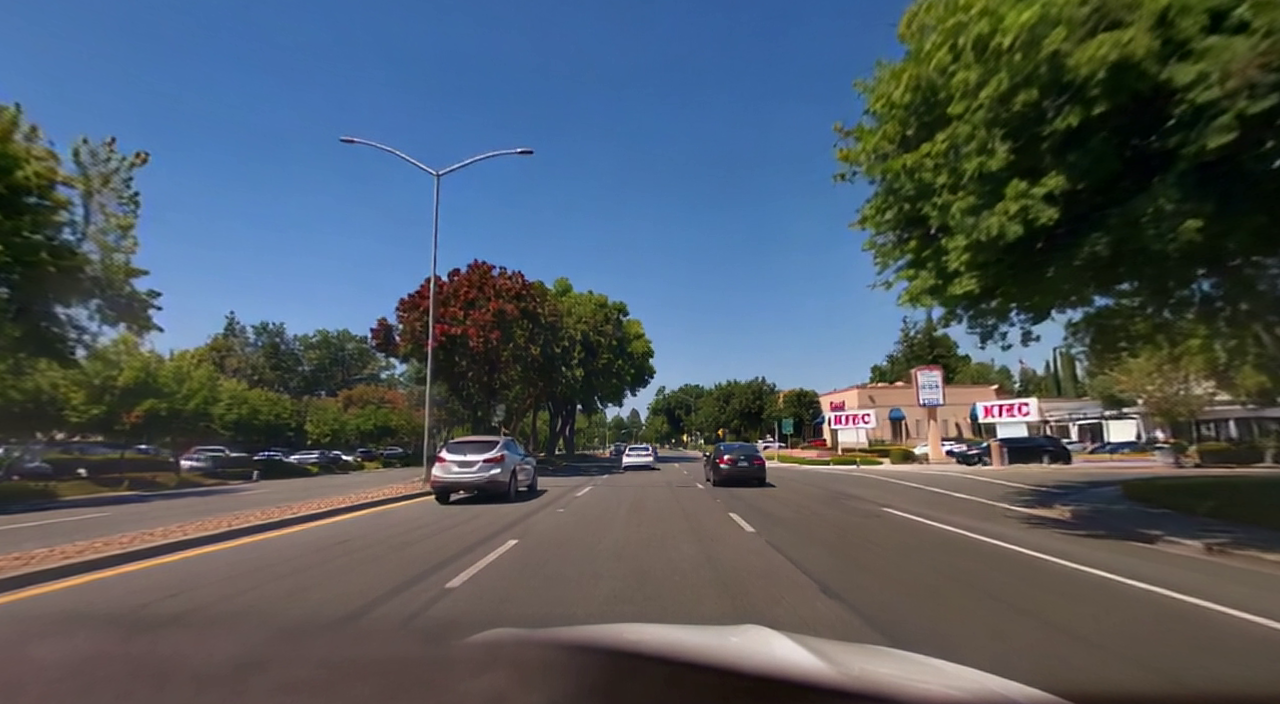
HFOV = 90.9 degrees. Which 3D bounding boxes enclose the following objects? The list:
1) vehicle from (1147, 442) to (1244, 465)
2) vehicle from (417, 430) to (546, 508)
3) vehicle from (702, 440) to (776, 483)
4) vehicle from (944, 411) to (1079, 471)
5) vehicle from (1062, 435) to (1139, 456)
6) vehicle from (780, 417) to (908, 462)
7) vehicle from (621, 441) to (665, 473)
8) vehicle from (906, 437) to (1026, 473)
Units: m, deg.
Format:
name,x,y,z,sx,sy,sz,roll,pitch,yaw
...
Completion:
name,x,y,z,sx,sy,sz,roll,pitch,yaw
vehicle,34.390,6.290,39.102,4.212,1.423,1.764,-1,-8,2
vehicle,-3.647,2.772,15.357,1.995,1.607,4.086,0,-8,1
vehicle,3.654,4.138,24.142,2.012,1.462,4.400,0,-8,-1
vehicle,21.873,5.347,37.848,2.928,3.123,8.236,-1,-8,-1
vehicle,34.885,7.112,47.810,4.434,1.514,1.763,0,-8,0
vehicle,14.965,6.548,46.832,8.343,3.028,3.002,-1,-10,3
vehicle,0.172,5.245,31.673,2.059,1.477,4.216,0,-8,1
vehicle,15.402,4.896,30.055,4.578,1.620,2.047,-2,-9,11
